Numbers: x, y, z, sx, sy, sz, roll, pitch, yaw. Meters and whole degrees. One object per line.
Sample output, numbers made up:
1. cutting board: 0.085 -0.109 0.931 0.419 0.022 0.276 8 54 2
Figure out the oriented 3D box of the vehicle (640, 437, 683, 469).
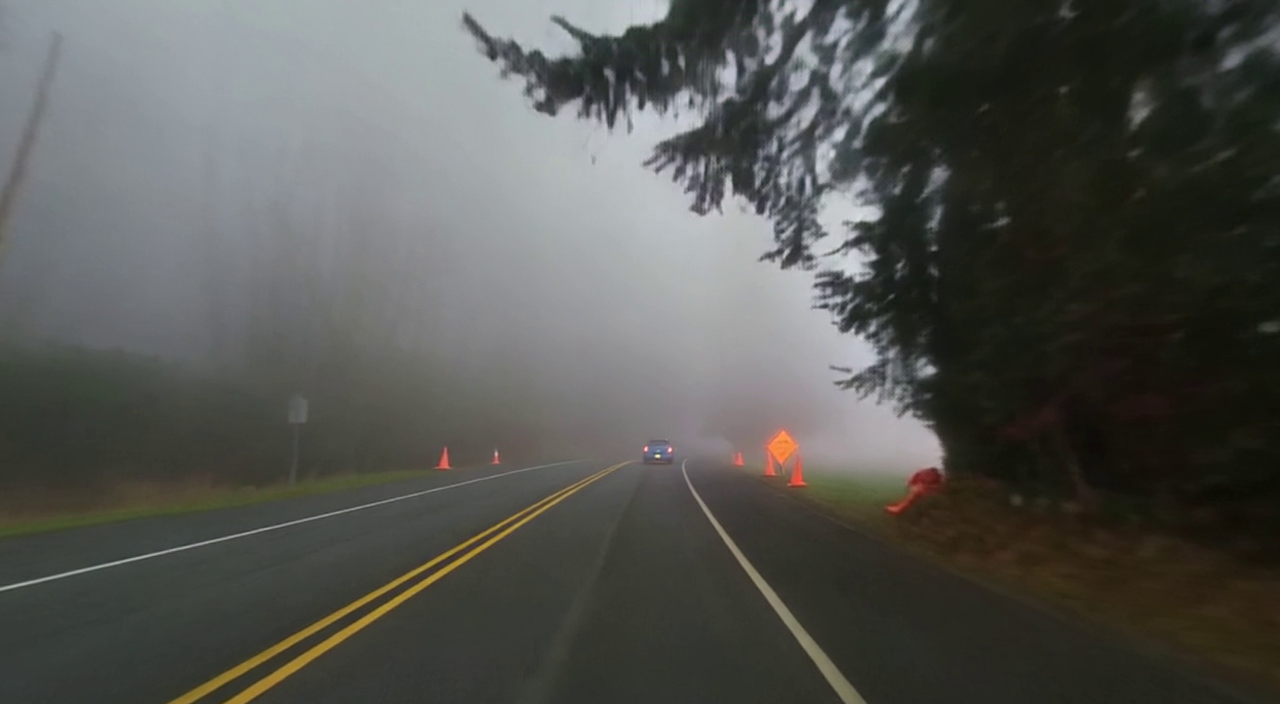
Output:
1. vehicle: 1.100 5.046 31.563 2.042 1.489 3.963 0 -8 3
